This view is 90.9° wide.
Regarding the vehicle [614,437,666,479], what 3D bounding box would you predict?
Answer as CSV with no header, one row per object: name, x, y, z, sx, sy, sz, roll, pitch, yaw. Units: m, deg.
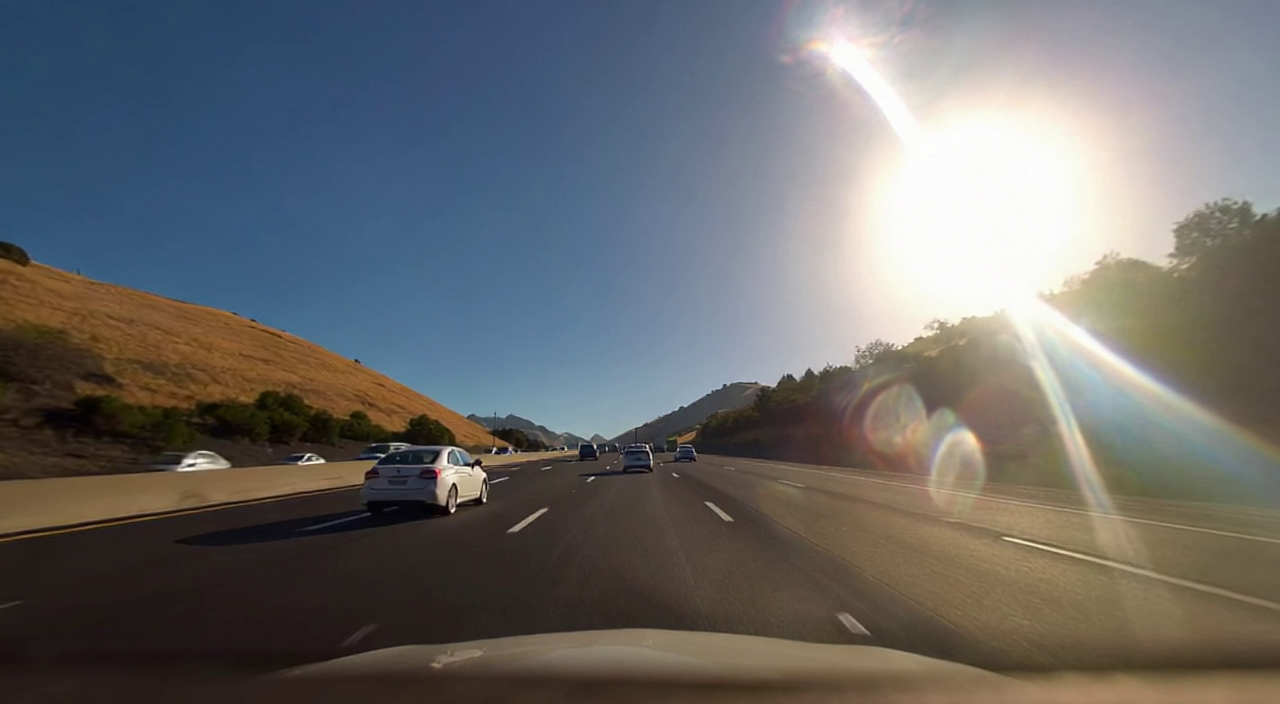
vehicle,0.010,4.639,27.832,2.086,1.685,4.206,0,-8,0

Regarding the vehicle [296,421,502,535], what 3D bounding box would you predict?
vehicle,-4.060,2.188,11.541,2.076,1.690,4.113,0,-8,1

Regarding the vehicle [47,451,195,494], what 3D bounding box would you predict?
vehicle,-19.985,4.634,24.608,1.892,1.461,4.547,0,-8,0

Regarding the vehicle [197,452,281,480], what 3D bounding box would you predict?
vehicle,-23.938,6.792,37.898,1.947,1.473,4.731,0,-8,0

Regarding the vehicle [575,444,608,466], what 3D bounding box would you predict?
vehicle,-3.578,7.676,47.249,2.061,1.549,4.321,0,-8,0
